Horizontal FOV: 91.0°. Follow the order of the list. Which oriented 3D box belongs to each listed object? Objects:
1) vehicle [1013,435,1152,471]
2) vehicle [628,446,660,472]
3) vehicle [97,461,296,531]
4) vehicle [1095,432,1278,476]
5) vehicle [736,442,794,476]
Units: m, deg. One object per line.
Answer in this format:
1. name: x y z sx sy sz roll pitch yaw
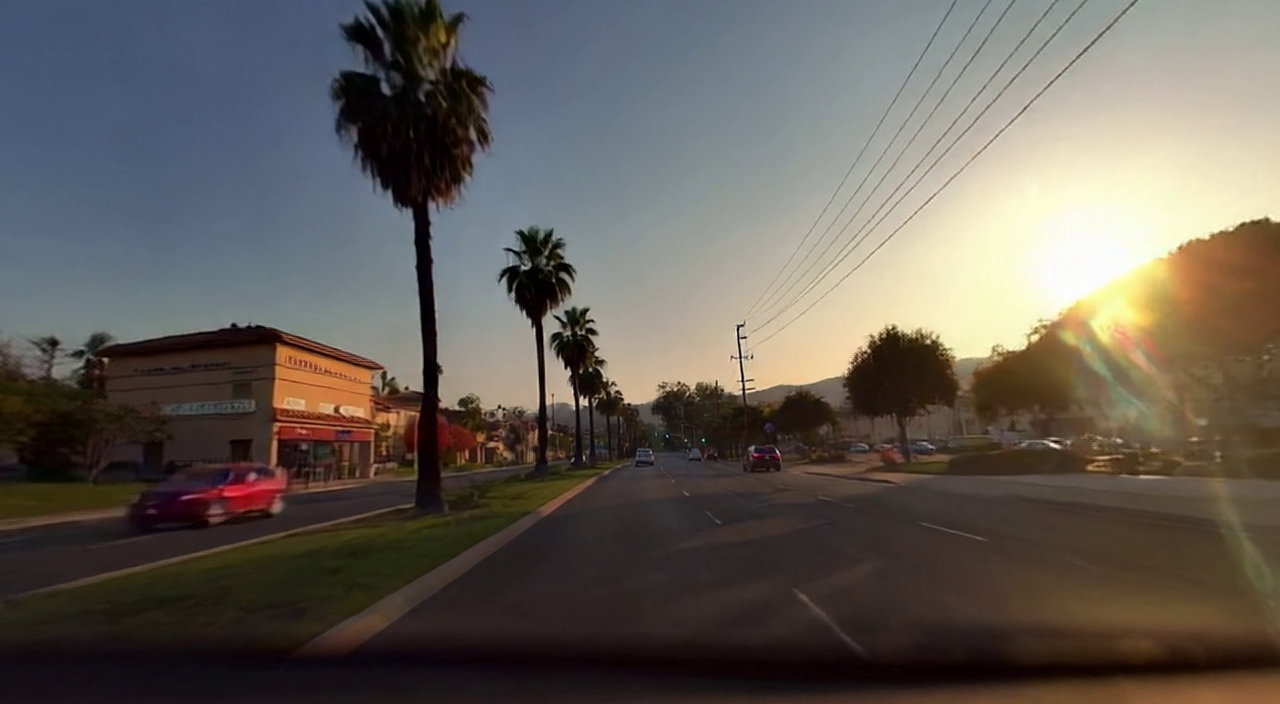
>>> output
1. vehicle: 20.212 4.651 28.951 4.728 1.520 2.107 -1 -9 1
2. vehicle: 0.282 7.340 43.412 2.138 1.702 4.168 0 -9 1
3. vehicle: -11.470 3.721 16.821 1.942 1.497 4.582 0 -9 1
4. vehicle: 19.950 3.740 23.168 4.768 1.512 1.986 0 -9 1
5. vehicle: 6.791 5.873 34.808 2.252 1.718 4.617 0 -9 0
